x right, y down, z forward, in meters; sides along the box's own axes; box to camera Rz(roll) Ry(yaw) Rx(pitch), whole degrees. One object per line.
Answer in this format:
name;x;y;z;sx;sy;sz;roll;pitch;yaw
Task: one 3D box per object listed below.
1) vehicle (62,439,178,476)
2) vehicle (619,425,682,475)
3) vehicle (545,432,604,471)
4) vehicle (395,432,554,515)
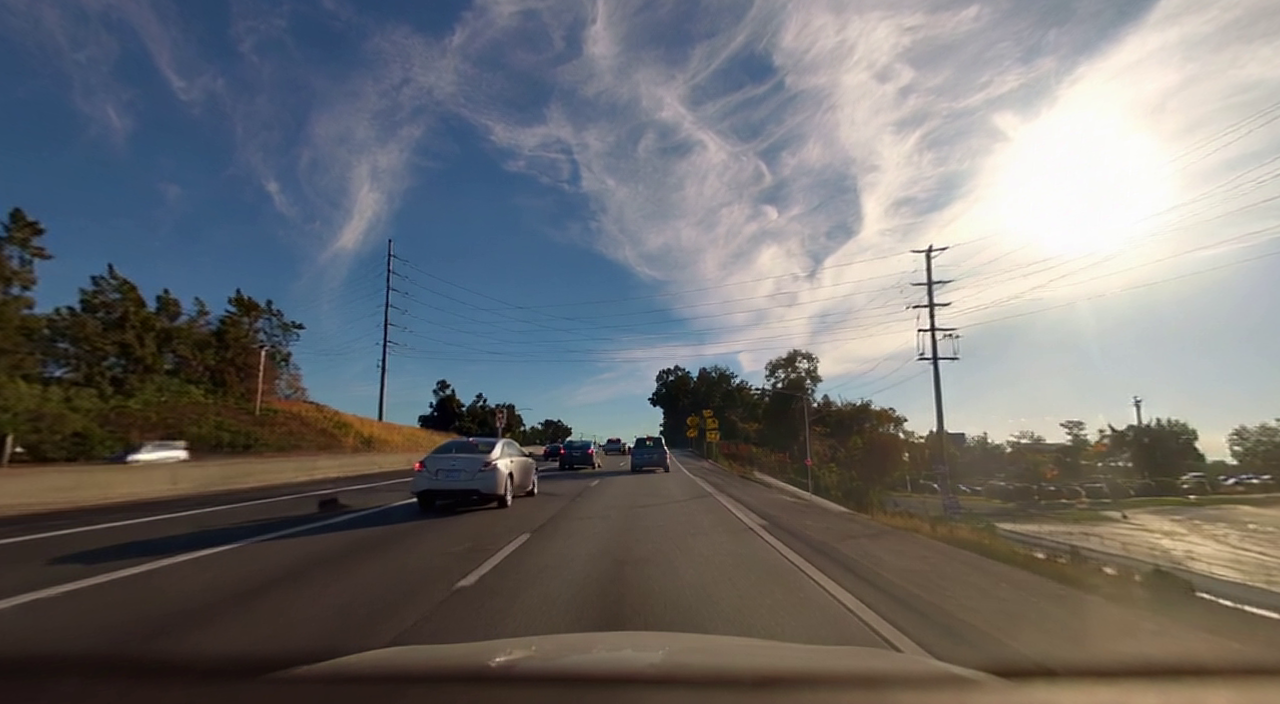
vehicle;-24.133;4.902;29.474;1.908;1.571;3.968;0;-8;2
vehicle;0.442;3.954;25.547;2.319;1.813;4.274;0;-8;1
vehicle;-2.959;4.658;29.711;2.051;1.695;4.731;-1;-8;3
vehicle;-3.261;2.501;13.524;2.092;1.464;4.466;0;-8;2
